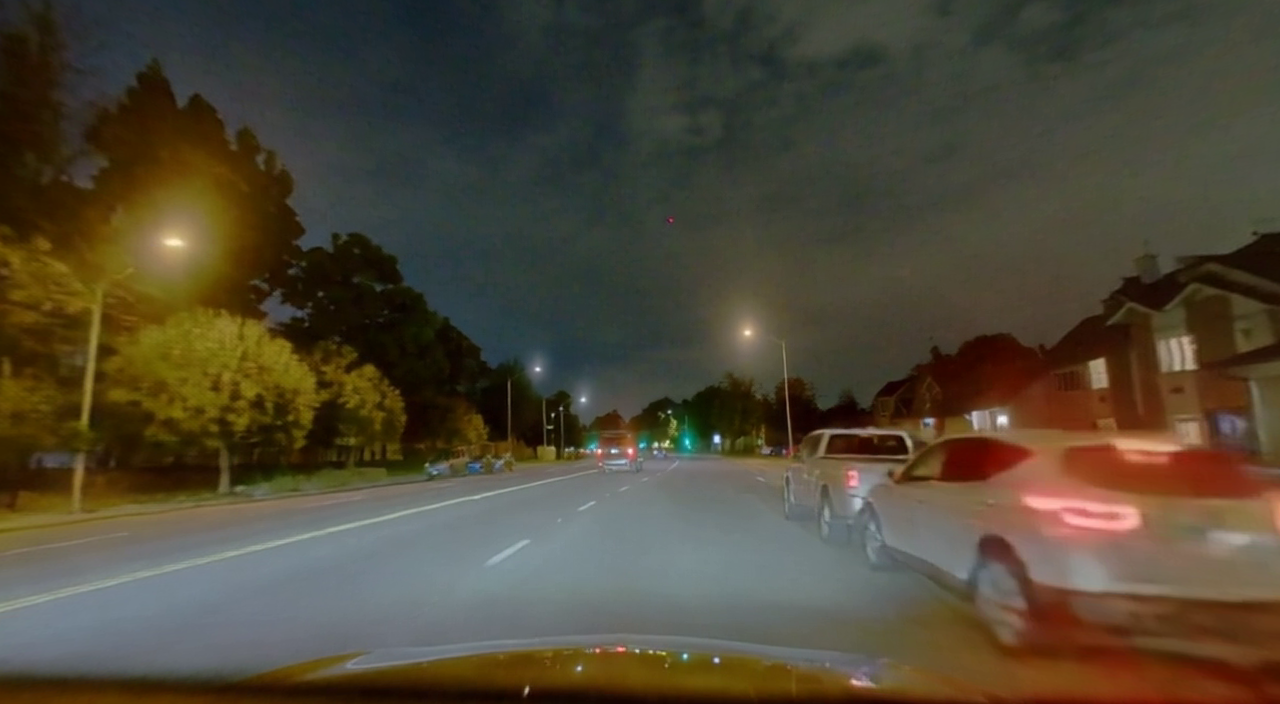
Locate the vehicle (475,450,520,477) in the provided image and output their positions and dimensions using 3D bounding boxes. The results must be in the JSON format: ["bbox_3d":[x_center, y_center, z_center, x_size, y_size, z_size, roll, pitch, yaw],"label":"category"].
[{"bbox_3d":[-10.181,7.973,45.409,2.002,1.598,4.366,-6,-9,2],"label":"vehicle"}]

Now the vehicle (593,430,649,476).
[{"bbox_3d":[-0.854,5.031,31.561,2.085,2.084,5.133,-1,-9,6],"label":"vehicle"}]

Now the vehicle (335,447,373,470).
[{"bbox_3d":[-21.795,8.113,48.255,1.940,1.554,4.237,2,-8,-15],"label":"vehicle"}]

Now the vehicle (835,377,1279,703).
[{"bbox_3d":[3.113,1.260,4.724,2.040,1.643,4.446,-1,-9,2],"label":"vehicle"}]
